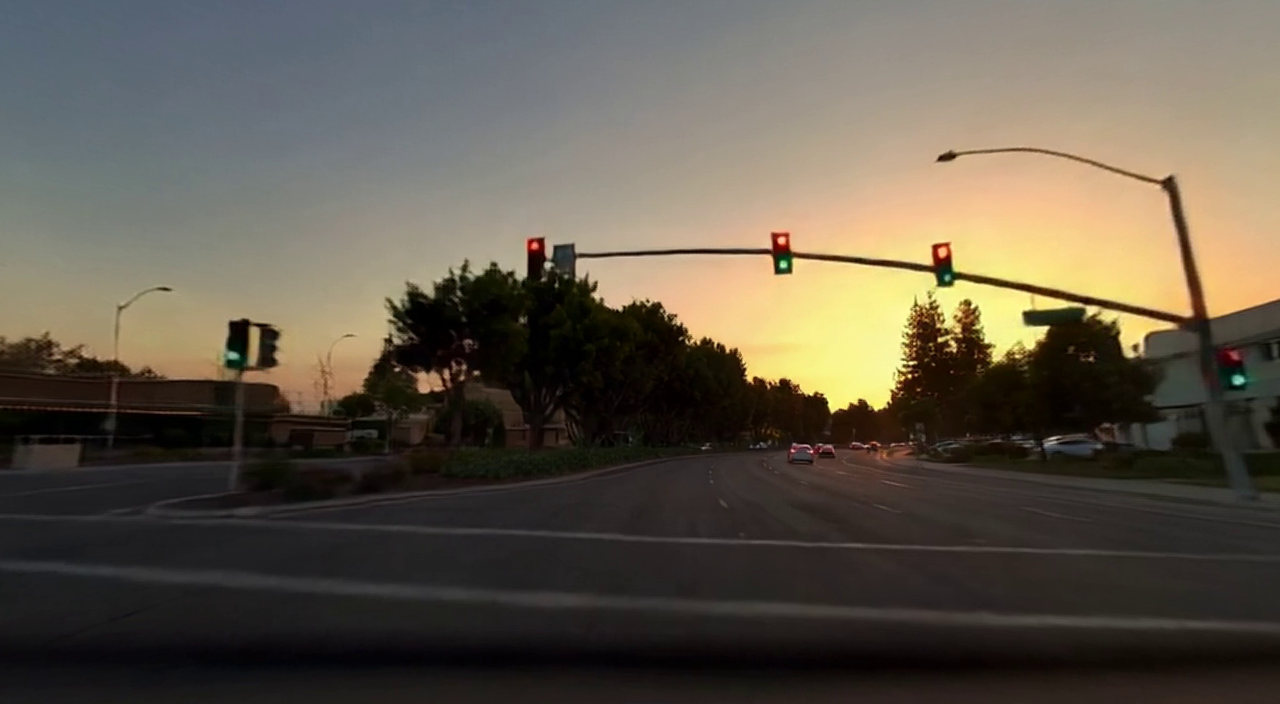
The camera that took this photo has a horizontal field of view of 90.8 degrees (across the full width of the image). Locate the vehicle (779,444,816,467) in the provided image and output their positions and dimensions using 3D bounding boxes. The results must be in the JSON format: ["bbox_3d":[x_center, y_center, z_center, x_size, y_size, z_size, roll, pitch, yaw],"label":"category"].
[{"bbox_3d":[10.798,7.124,43.555,1.988,1.460,3.996,-1,-9,8],"label":"vehicle"}]
